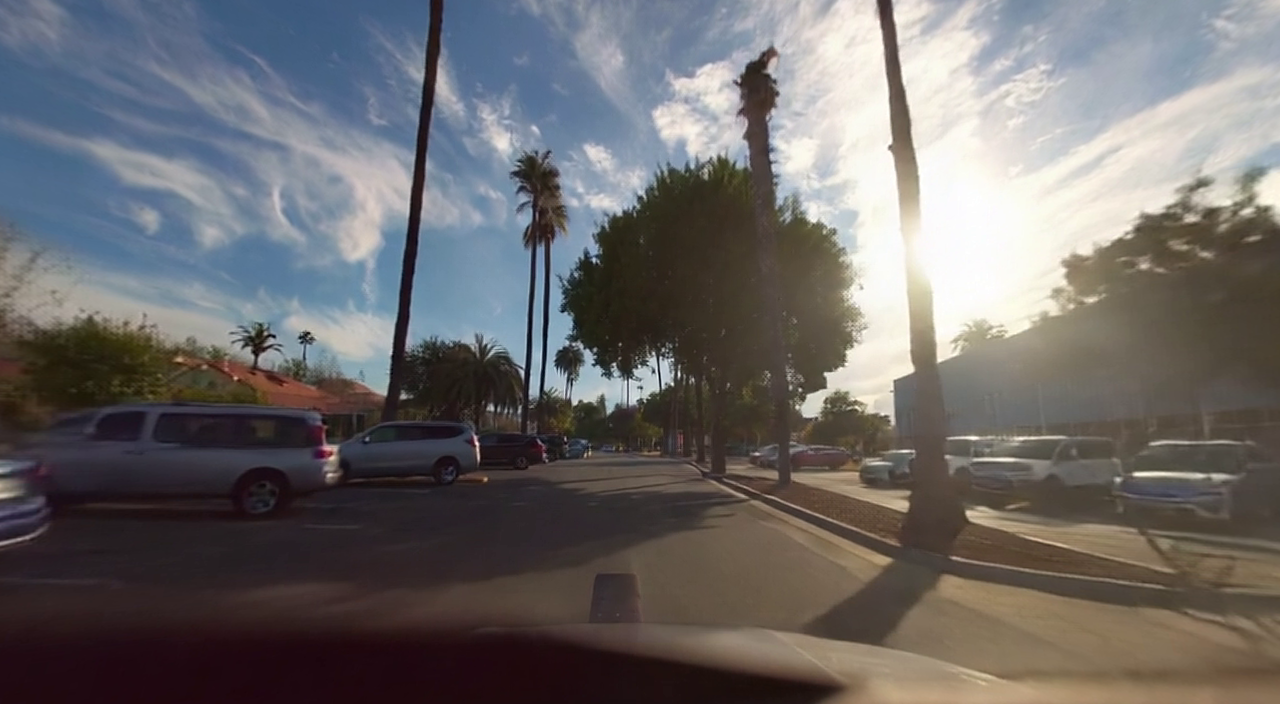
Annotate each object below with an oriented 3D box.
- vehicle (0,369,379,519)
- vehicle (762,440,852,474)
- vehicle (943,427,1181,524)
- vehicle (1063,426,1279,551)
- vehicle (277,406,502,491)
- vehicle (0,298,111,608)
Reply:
[{"bbox_3d":[-6.539,1.431,9.680,4.302,1.804,2.060,6,-11,-32],"label":"vehicle"},{"bbox_3d":[9.565,6.046,36.187,4.758,1.759,2.068,6,-11,-27],"label":"vehicle"},{"bbox_3d":[9.469,2.674,14.162,4.916,1.814,2.232,5,-10,-28],"label":"vehicle"},{"bbox_3d":[9.850,2.261,11.074,4.509,1.759,2.077,5,-10,-29],"label":"vehicle"},{"bbox_3d":[-6.088,2.388,15.661,4.763,1.801,2.013,6,-11,-34],"label":"vehicle"},{"bbox_3d":[-6.507,0.554,3.317,5.210,1.834,2.281,5,-10,-28],"label":"vehicle"}]
